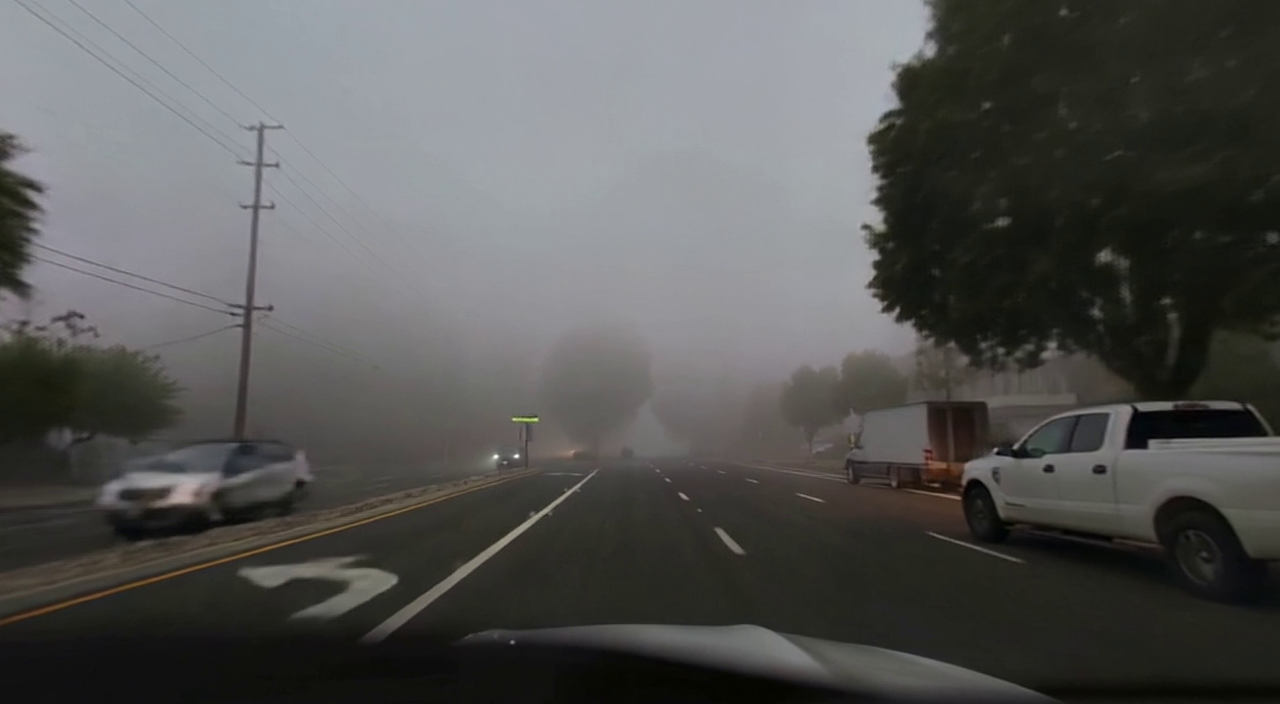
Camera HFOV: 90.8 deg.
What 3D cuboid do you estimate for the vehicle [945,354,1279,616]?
[{"bbox_3d":[6.066,1.307,6.788,2.493,1.956,6.125,0,-9,0],"label":"vehicle"}]

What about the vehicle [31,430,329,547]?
[{"bbox_3d":[-8.479,2.519,12.451,2.189,1.816,4.819,0,-9,0],"label":"vehicle"}]

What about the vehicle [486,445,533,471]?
[{"bbox_3d":[-8.673,7.085,42.362,2.140,1.609,4.460,0,-9,1],"label":"vehicle"}]

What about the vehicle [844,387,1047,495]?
[{"bbox_3d":[10.133,3.153,22.357,2.842,2.993,8.104,-3,-8,-2],"label":"vehicle"}]
